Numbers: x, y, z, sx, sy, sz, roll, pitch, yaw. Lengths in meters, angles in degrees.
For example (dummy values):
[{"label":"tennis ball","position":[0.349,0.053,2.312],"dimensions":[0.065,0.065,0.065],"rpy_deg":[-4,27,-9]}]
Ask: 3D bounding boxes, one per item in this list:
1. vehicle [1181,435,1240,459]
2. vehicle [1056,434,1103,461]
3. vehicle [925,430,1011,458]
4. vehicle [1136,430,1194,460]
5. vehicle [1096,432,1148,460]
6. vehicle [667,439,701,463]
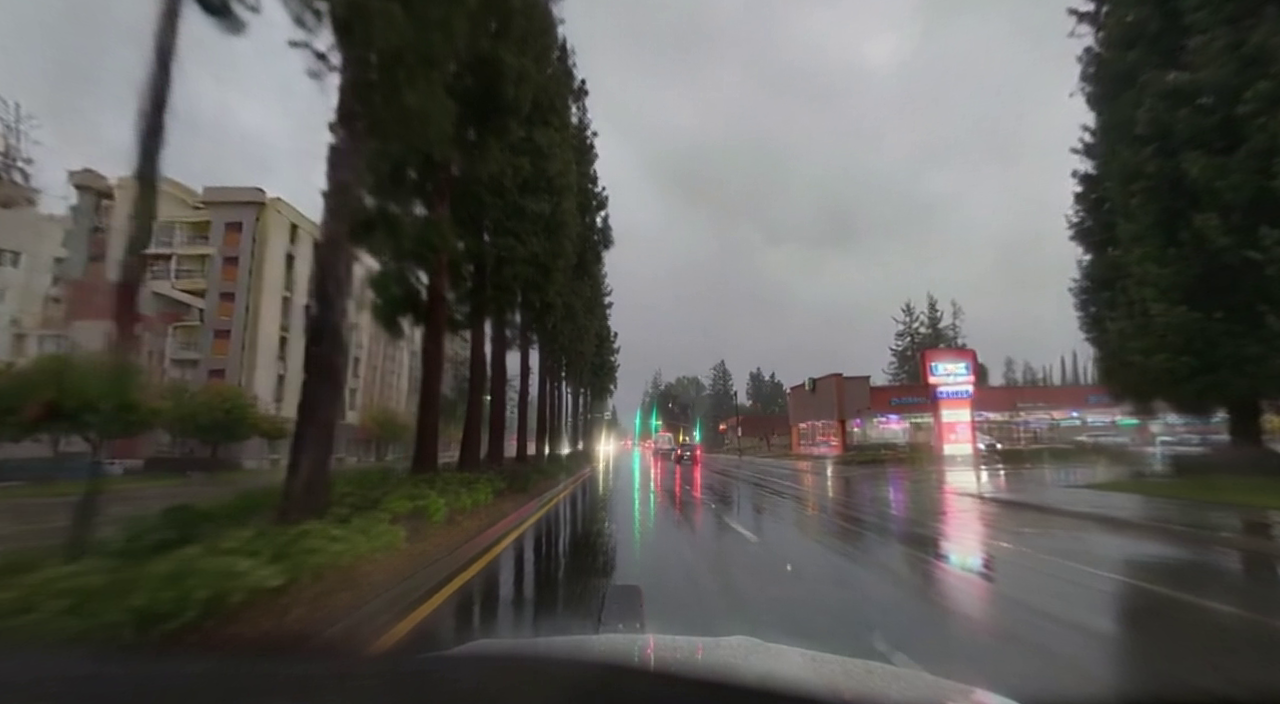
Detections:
[{"label":"vehicle","position":[39.689,6.567,44.059],"dimensions":[2.044,1.582,3.586],"rpy_deg":[-3,-8,26]},{"label":"vehicle","position":[31.730,6.872,45.738],"dimensions":[2.269,1.862,4.495],"rpy_deg":[-3,-8,29]},{"label":"vehicle","position":[20.615,5.770,39.810],"dimensions":[4.210,1.727,2.227],"rpy_deg":[1,-7,-8]},{"label":"vehicle","position":[36.719,6.455,44.295],"dimensions":[2.160,1.948,4.256],"rpy_deg":[-3,-8,27]},{"label":"vehicle","position":[34.112,6.630,44.843],"dimensions":[2.181,1.901,4.222],"rpy_deg":[-4,-9,28]},{"label":"vehicle","position":[3.154,7.211,46.168],"dimensions":[2.041,1.531,4.236],"rpy_deg":[1,-7,-1]}]
